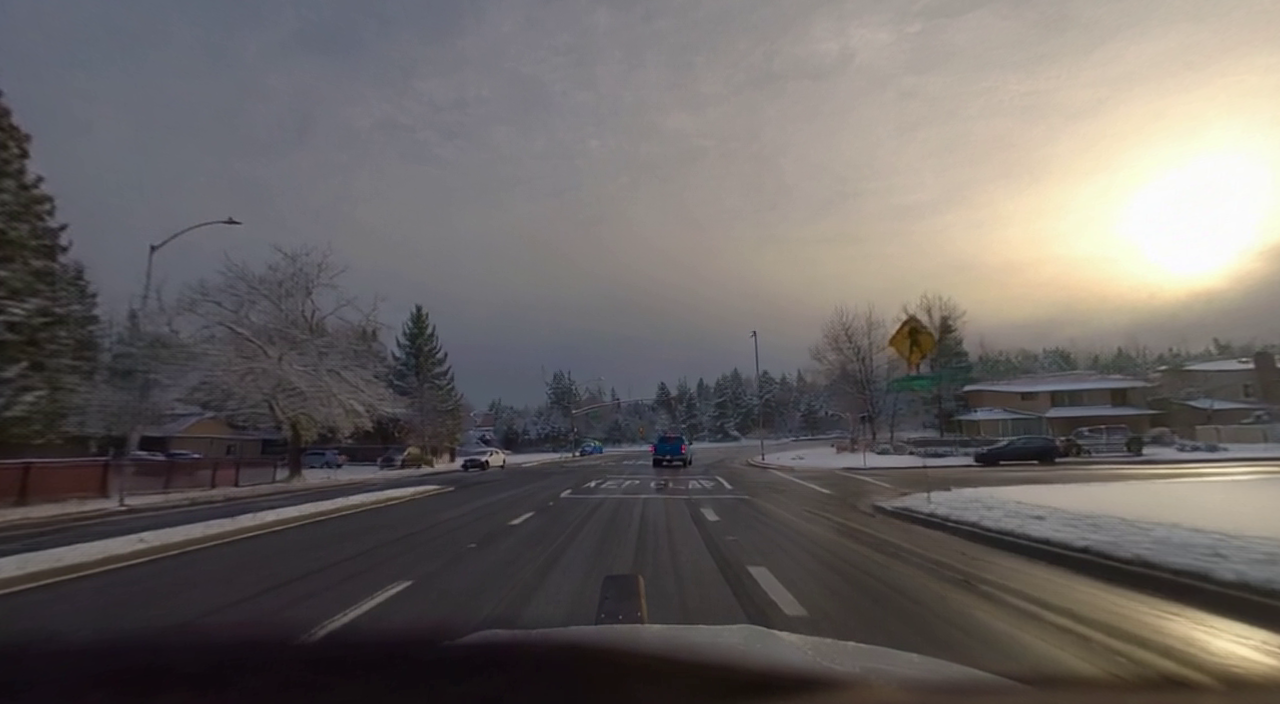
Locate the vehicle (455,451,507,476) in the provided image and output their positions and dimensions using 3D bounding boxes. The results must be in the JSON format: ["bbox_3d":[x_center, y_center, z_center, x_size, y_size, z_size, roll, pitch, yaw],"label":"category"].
[{"bbox_3d":[-11.058,7.759,44.243,1.873,1.508,4.483,-3,-8,9],"label":"vehicle"}]

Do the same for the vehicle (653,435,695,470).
[{"bbox_3d":[2.110,6.040,37.883,2.153,1.942,4.767,-1,-9,7],"label":"vehicle"}]

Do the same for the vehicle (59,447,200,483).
[{"bbox_3d":[-25.881,5.717,32.251,4.975,1.732,2.165,2,-9,-14],"label":"vehicle"}]

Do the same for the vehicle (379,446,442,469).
[{"bbox_3d":[-18.037,8.301,49.721,4.168,1.735,1.925,-1,-9,3],"label":"vehicle"}]
